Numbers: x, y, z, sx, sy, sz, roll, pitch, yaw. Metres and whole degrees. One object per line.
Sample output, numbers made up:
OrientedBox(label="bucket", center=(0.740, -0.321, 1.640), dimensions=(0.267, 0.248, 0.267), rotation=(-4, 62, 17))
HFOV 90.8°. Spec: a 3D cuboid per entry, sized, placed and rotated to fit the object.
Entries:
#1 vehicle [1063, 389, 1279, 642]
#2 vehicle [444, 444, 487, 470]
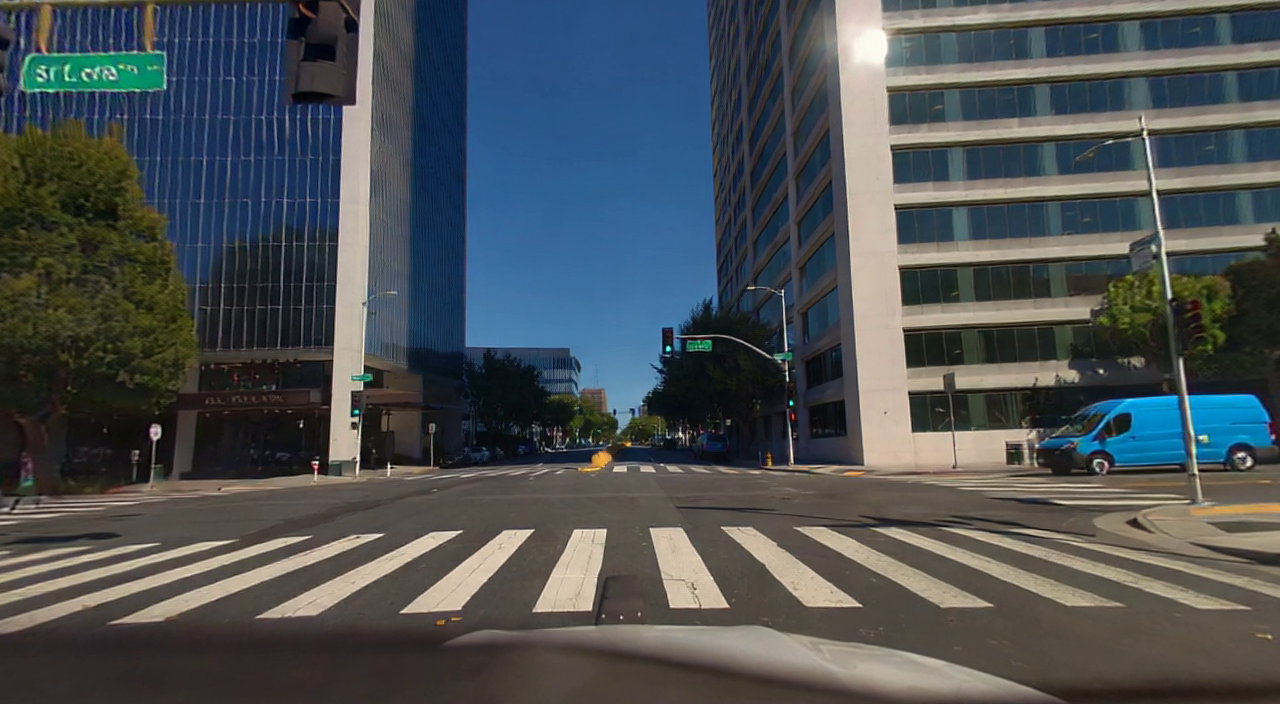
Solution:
OrientedBox(label="vehicle", center=(5.664, 1.134, 4.287), dimensions=(2.070, 1.804, 4.881), rotation=(0, -8, -2))
OrientedBox(label="vehicle", center=(-12.471, 7.502, 45.371), dimensions=(1.935, 1.639, 4.244), rotation=(-3, -8, -2))
